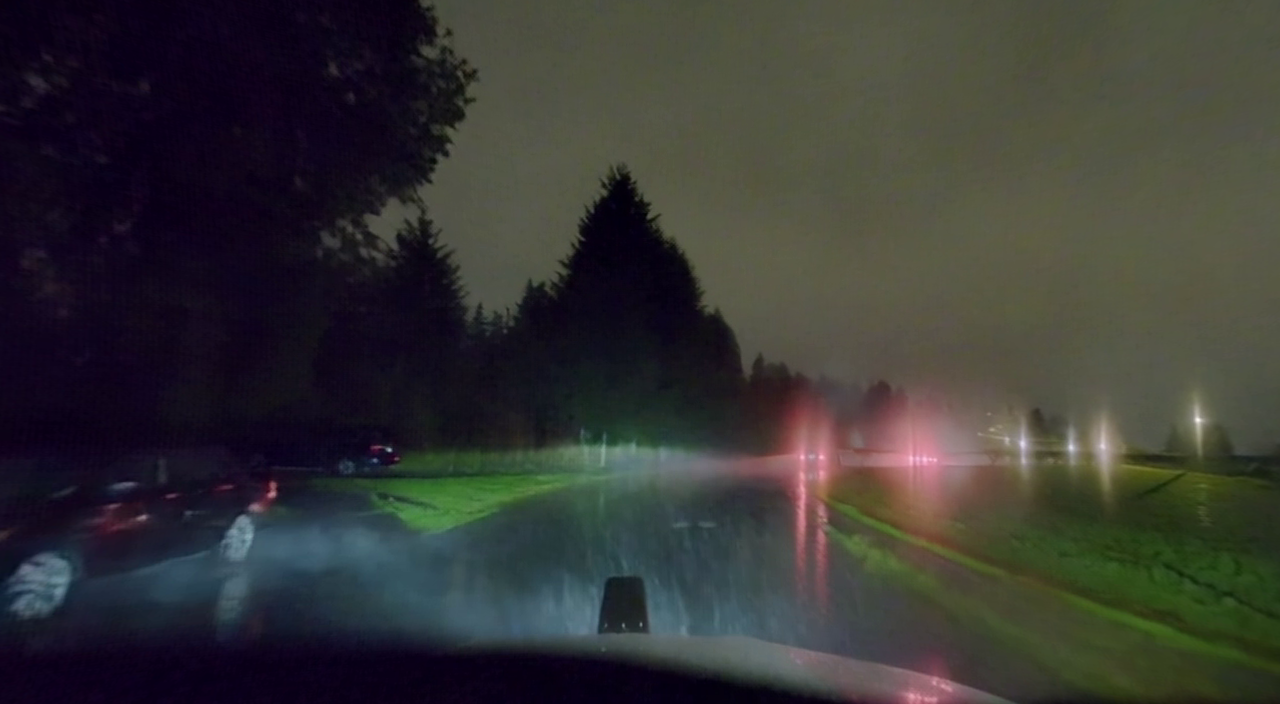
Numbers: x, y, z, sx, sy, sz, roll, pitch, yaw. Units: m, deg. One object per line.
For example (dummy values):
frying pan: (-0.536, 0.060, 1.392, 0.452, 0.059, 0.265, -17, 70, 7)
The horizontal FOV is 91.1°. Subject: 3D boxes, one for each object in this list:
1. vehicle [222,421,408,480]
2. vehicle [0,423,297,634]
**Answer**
vehicle: (-9.597, 2.932, 18.742, 4.594, 1.607, 1.873, -1, -9, 8)
vehicle: (-5.740, 1.537, 6.009, 2.166, 1.512, 4.822, 0, -10, 0)
